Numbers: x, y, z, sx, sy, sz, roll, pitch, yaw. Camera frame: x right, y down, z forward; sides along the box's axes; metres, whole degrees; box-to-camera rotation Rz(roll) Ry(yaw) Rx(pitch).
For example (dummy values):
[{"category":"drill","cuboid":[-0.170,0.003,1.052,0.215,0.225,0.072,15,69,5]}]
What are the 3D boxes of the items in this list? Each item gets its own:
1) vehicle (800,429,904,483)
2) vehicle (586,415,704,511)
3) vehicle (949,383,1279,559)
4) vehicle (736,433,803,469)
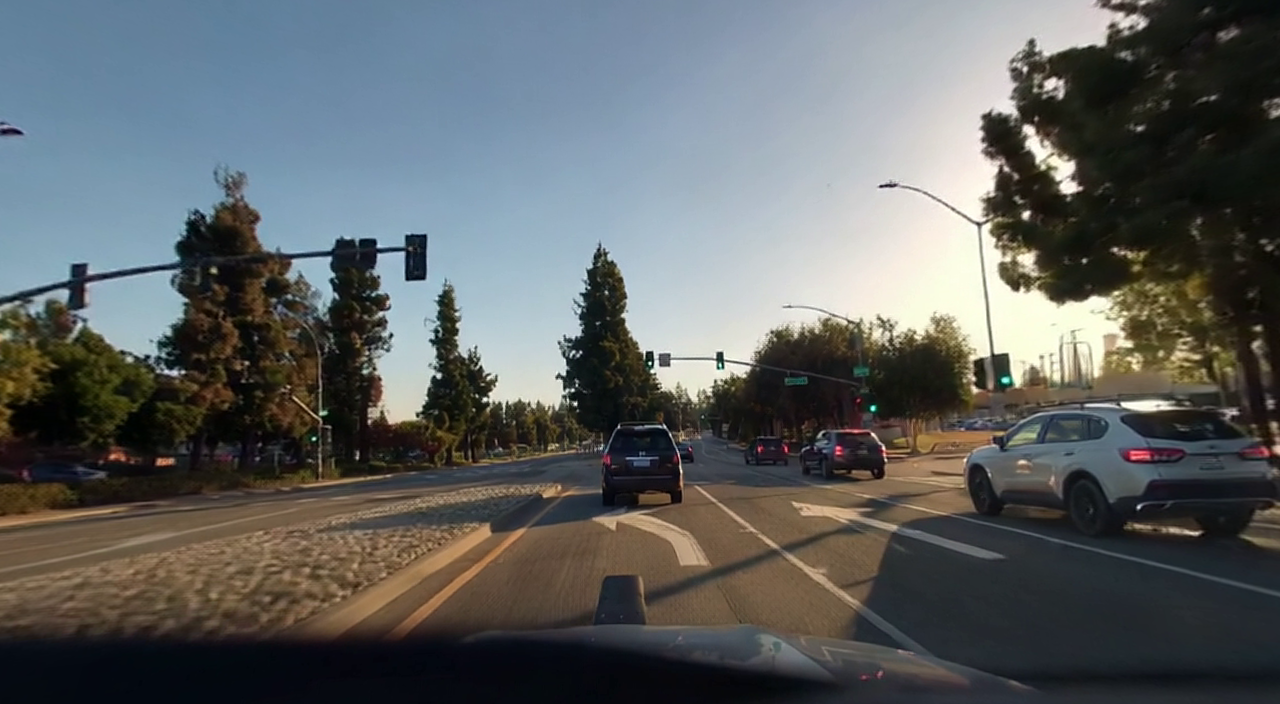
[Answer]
[{"category":"vehicle","cuboid":[7.103,3.536,21.664,2.025,1.642,4.189,0,-9,-1]},{"category":"vehicle","cuboid":[0.061,2.527,14.777,2.353,1.894,4.122,0,-9,-1]},{"category":"vehicle","cuboid":[7.127,1.668,9.479,2.251,1.873,5.346,0,-9,0]},{"category":"vehicle","cuboid":[6.864,5.361,34.165,2.440,1.775,4.791,0,-9,-2]}]
